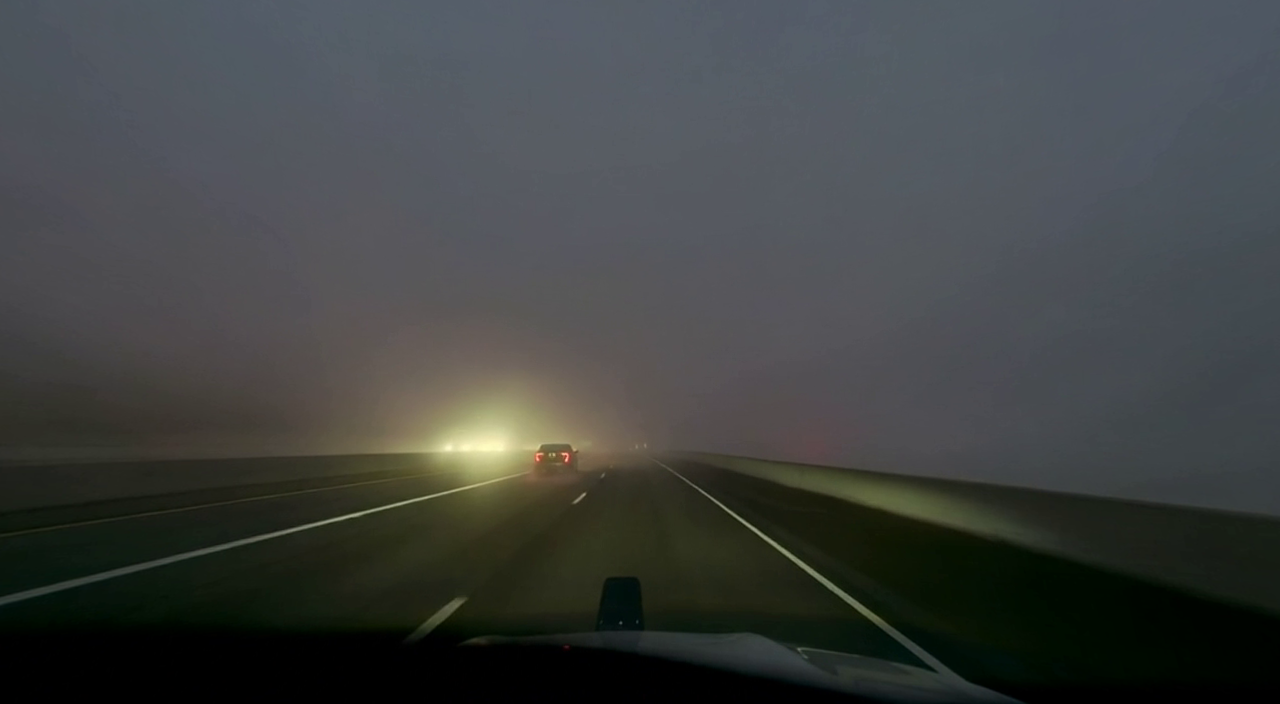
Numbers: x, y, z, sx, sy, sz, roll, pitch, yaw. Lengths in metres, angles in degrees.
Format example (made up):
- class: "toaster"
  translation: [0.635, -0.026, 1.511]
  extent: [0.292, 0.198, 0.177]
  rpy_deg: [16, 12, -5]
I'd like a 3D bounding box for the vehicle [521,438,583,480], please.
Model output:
- class: "vehicle"
  translation: [-3.879, 4.814, 28.553]
  extent: [2.133, 1.683, 4.340]
  rpy_deg: [1, -9, 0]
